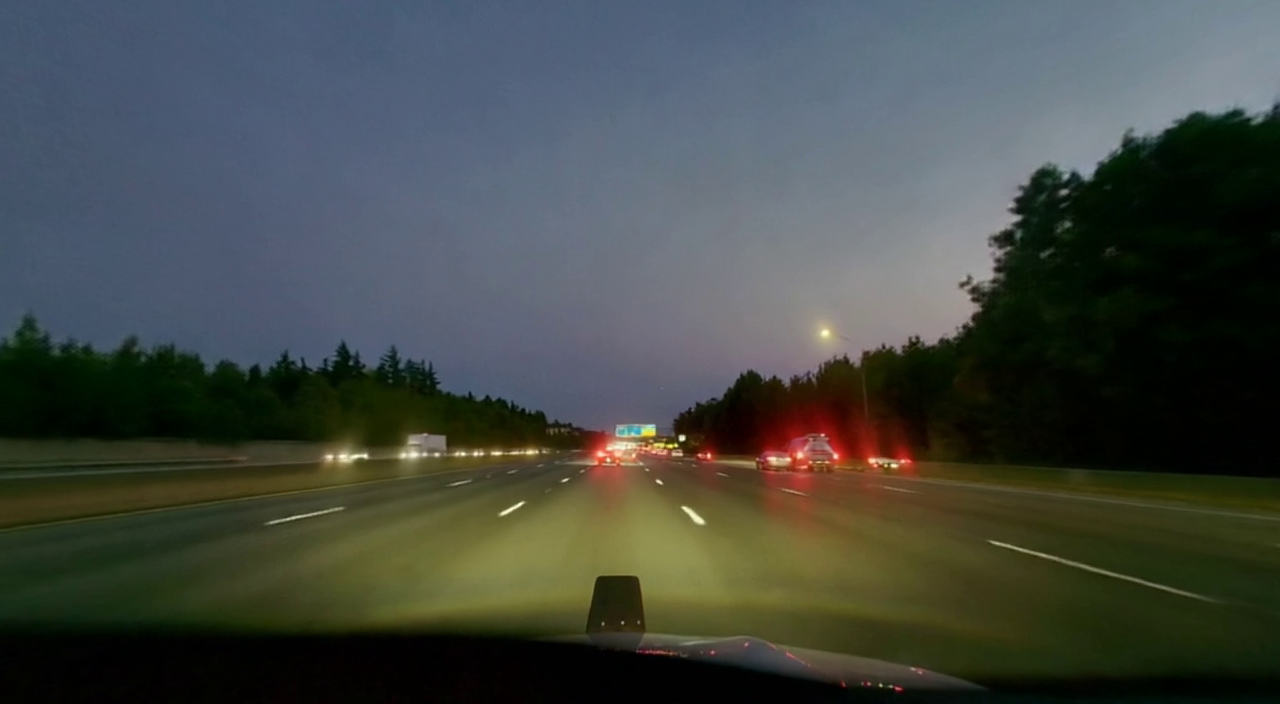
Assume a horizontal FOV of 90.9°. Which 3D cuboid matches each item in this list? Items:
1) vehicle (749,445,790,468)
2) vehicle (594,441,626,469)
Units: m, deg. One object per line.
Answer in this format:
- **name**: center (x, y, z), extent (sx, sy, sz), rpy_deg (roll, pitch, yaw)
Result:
- **vehicle**: center (9.646, 7.822, 47.194), extent (1.989, 1.591, 4.348), rpy_deg (0, -9, -3)
- **vehicle**: center (-2.132, 7.330, 44.997), extent (2.167, 1.847, 4.097), rpy_deg (0, -9, -3)
